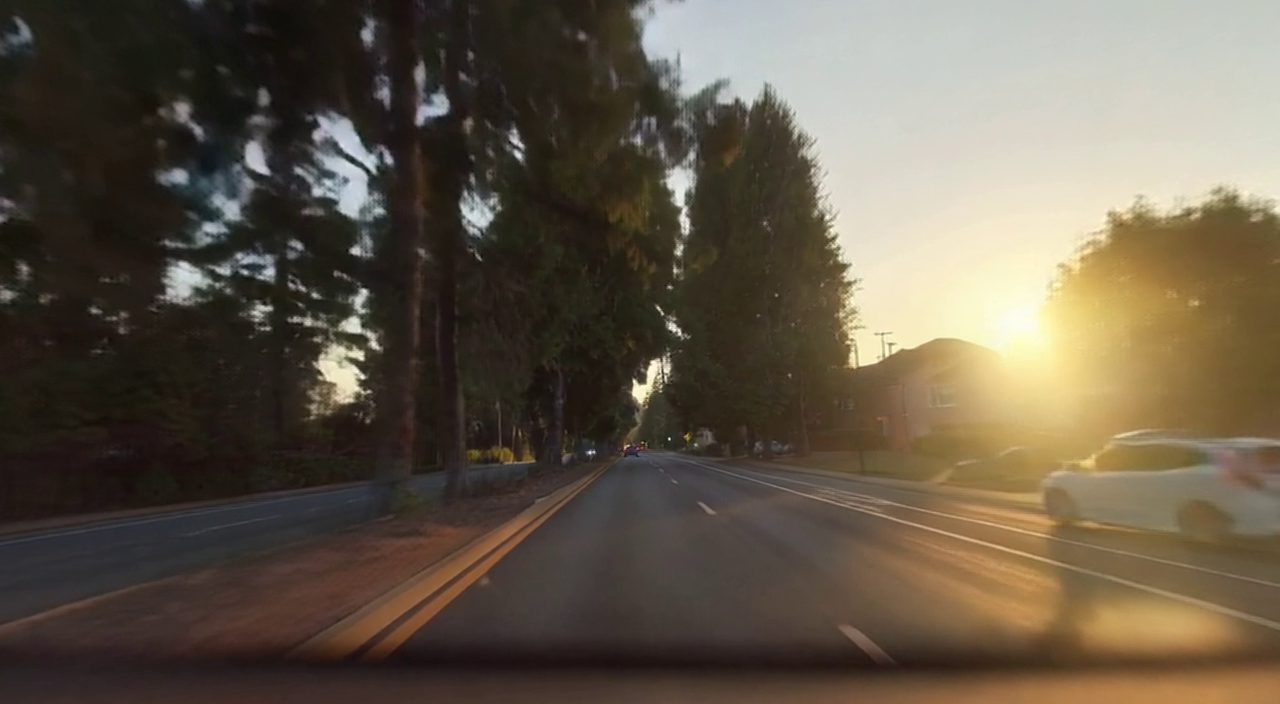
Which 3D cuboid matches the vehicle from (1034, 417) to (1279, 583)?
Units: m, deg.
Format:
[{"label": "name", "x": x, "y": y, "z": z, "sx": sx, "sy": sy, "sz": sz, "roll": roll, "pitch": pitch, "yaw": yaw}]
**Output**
[{"label": "vehicle", "x": 7.338, "y": 1.733, "z": 8.088, "sx": 1.965, "sy": 1.623, "sz": 4.096, "roll": 0, "pitch": -9, "yaw": 1}]
